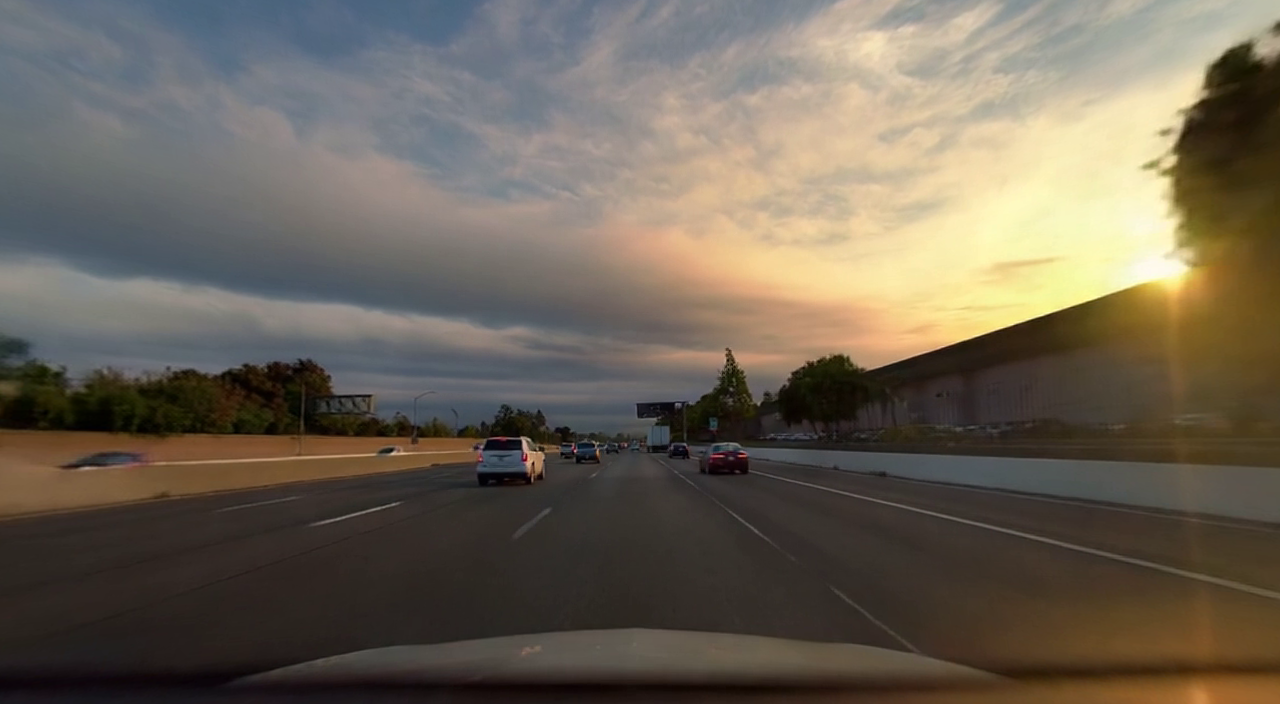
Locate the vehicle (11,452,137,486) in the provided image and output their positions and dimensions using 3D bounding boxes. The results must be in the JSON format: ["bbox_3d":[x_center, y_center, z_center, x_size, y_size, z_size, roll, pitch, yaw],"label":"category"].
[{"bbox_3d":[-27.983,5.756,31.468,1.949,1.470,4.676,0,-8,0],"label":"vehicle"}]

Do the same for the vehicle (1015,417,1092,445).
[{"bbox_3d":[32.367,6.250,49.689,2.264,1.993,5.565,-1,-9,0],"label":"vehicle"}]

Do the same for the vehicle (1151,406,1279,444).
[{"bbox_3d":[32.512,4.224,35.805,2.133,1.930,5.924,-1,-8,0],"label":"vehicle"}]

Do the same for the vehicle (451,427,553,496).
[{"bbox_3d":[-3.910,3.185,18.703,1.987,1.765,4.508,0,-8,0],"label":"vehicle"}]

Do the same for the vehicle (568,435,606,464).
[{"bbox_3d":[-3.867,7.308,47.427,2.410,1.981,5.355,0,-8,0],"label":"vehicle"}]

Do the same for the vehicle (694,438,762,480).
[{"bbox_3d":[3.464,4.315,25.804,1.957,1.510,4.643,0,-8,-2],"label":"vehicle"}]

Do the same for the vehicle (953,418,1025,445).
[{"bbox_3d":[27.433,6.376,49.950,2.098,1.922,6.223,-1,-9,-1],"label":"vehicle"}]
